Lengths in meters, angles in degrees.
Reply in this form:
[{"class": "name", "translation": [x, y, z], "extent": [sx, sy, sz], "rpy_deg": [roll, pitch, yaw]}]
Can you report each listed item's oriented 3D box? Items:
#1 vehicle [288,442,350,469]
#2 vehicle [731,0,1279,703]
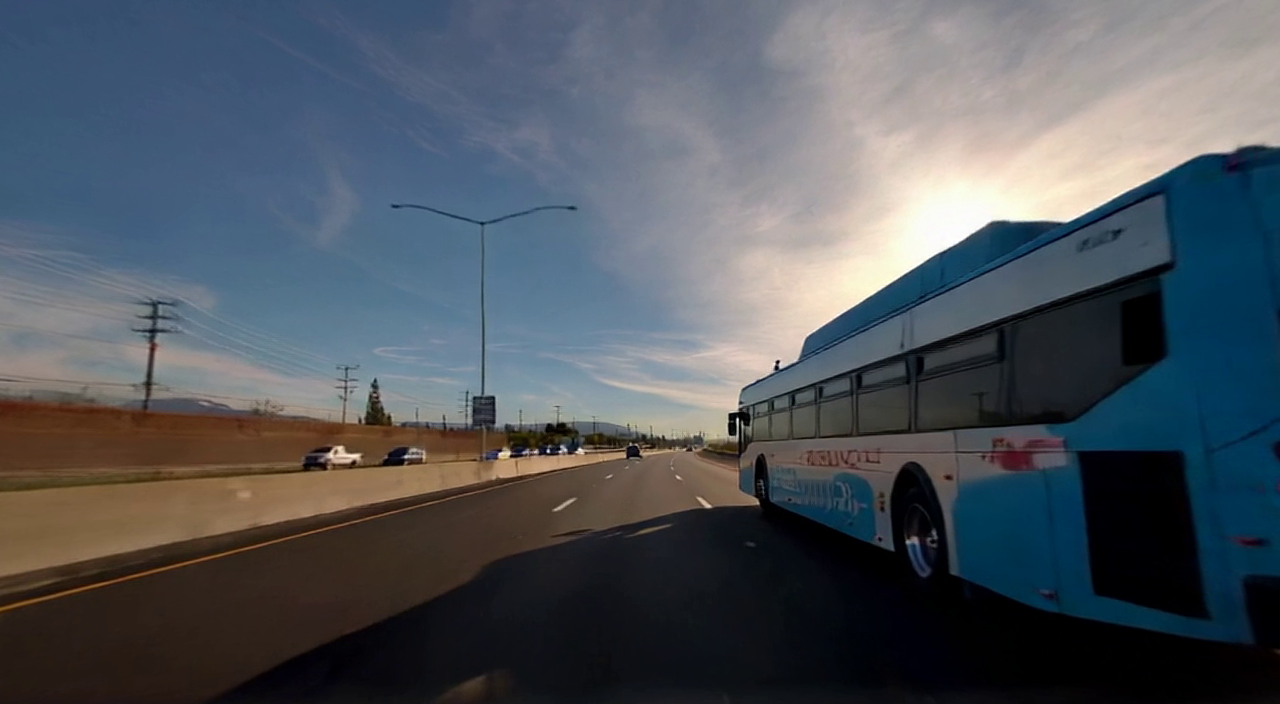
[{"class": "vehicle", "translation": [-24.926, 8.011, 49.271], "extent": [2.012, 1.973, 4.871], "rpy_deg": [-1, -9, 3]}, {"class": "vehicle", "translation": [3.963, 0.946, 9.532], "extent": [3.144, 3.580, 14.591], "rpy_deg": [0, -9, 0]}]
